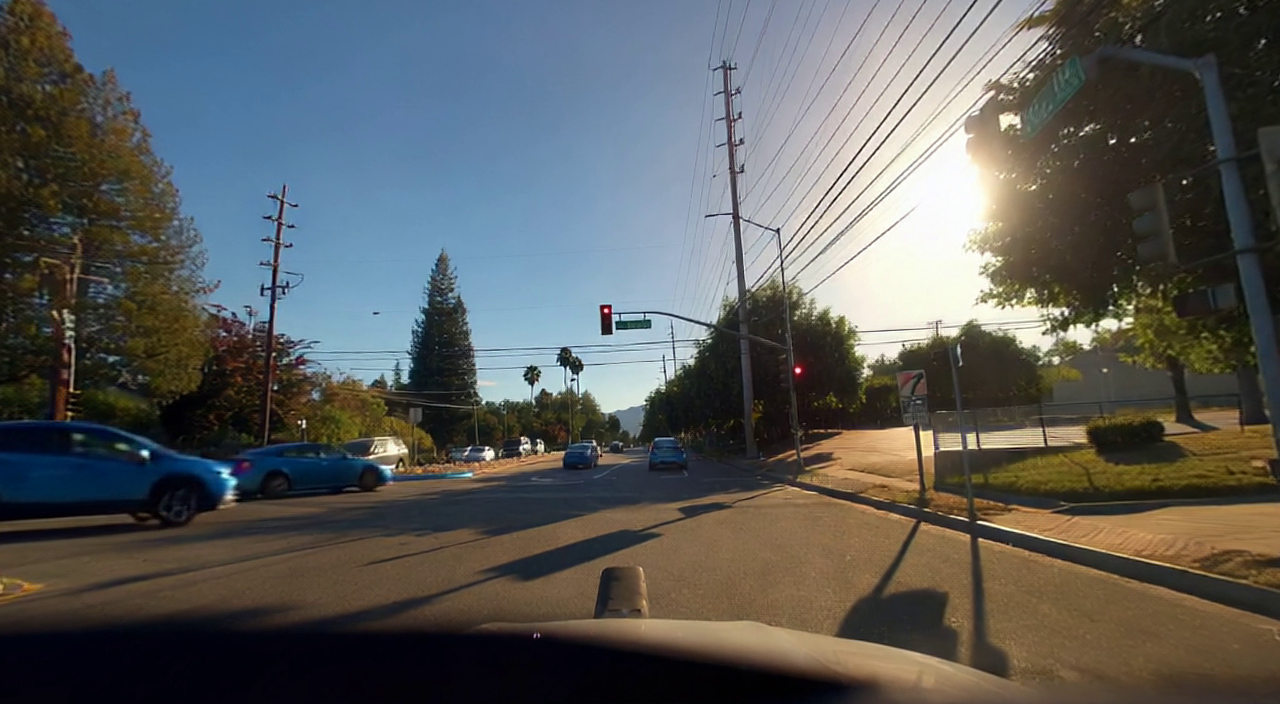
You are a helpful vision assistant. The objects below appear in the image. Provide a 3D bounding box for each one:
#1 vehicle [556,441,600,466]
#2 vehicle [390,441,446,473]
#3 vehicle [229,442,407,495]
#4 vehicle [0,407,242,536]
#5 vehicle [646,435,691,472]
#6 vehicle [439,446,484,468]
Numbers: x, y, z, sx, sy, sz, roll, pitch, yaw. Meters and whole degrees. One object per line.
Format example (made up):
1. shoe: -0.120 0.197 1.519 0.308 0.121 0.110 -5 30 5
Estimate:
1. vehicle: -3.874 6.500 40.267 1.904 1.482 4.603 -1 -8 6
2. vehicle: -13.228 6.299 37.626 1.772 1.647 4.221 -4 -9 0
3. vehicle: -9.919 3.567 19.662 1.846 1.446 4.531 -8 -11 40
4. vehicle: -10.475 2.009 10.806 5.930 1.986 2.137 5 -10 -30
5. vehicle: 1.516 5.090 31.652 2.051 1.666 4.607 -1 -9 5
6. vehicle: -12.685 7.477 44.937 1.841 1.477 4.485 -1 -8 1
